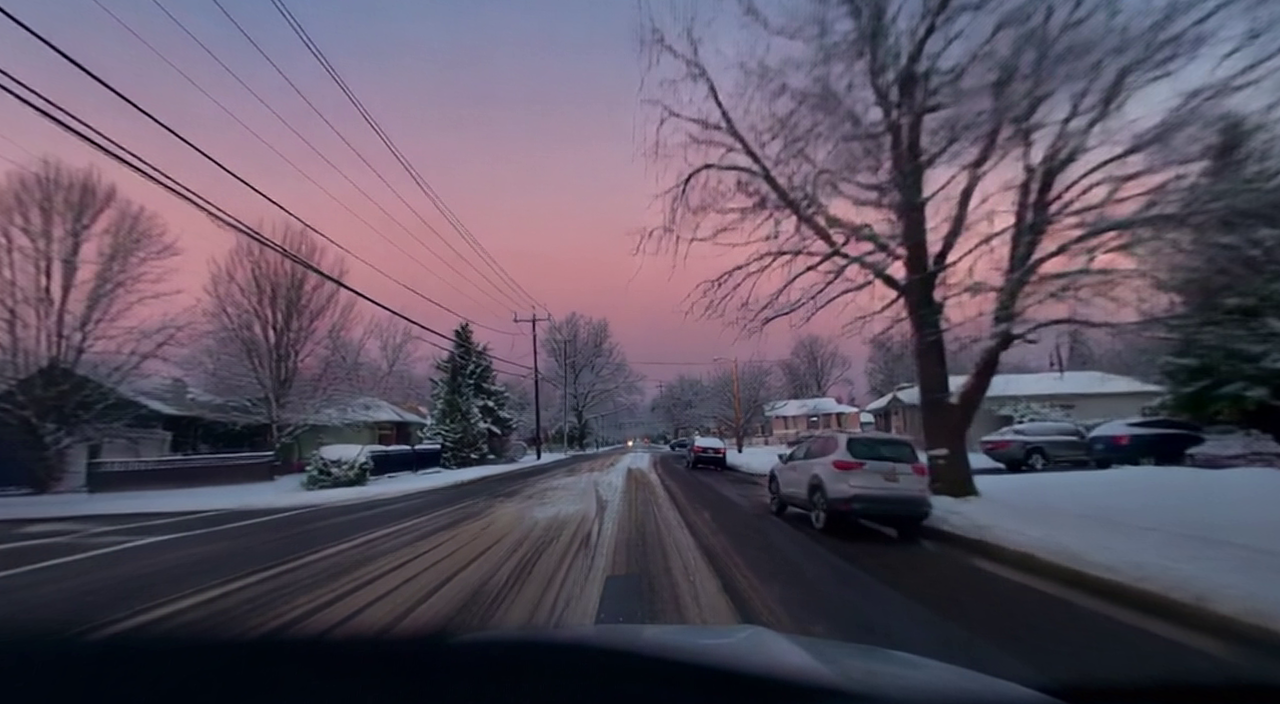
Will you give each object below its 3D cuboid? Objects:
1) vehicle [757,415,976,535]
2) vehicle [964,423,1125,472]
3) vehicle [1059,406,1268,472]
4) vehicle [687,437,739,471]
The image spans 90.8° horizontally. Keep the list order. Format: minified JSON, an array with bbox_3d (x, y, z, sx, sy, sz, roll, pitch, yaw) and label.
[{"bbox_3d":[3.735,2.132,11.544,2.134,1.720,4.515,0,-8,-3],"label":"vehicle"},{"bbox_3d":[13.771,3.274,21.703,4.116,1.435,1.920,-3,-8,1],"label":"vehicle"},{"bbox_3d":[15.374,2.575,18.777,4.283,1.660,2.035,-2,-7,1],"label":"vehicle"},{"bbox_3d":[3.572,5.097,31.720,2.012,1.531,4.557,0,-8,-1],"label":"vehicle"}]
